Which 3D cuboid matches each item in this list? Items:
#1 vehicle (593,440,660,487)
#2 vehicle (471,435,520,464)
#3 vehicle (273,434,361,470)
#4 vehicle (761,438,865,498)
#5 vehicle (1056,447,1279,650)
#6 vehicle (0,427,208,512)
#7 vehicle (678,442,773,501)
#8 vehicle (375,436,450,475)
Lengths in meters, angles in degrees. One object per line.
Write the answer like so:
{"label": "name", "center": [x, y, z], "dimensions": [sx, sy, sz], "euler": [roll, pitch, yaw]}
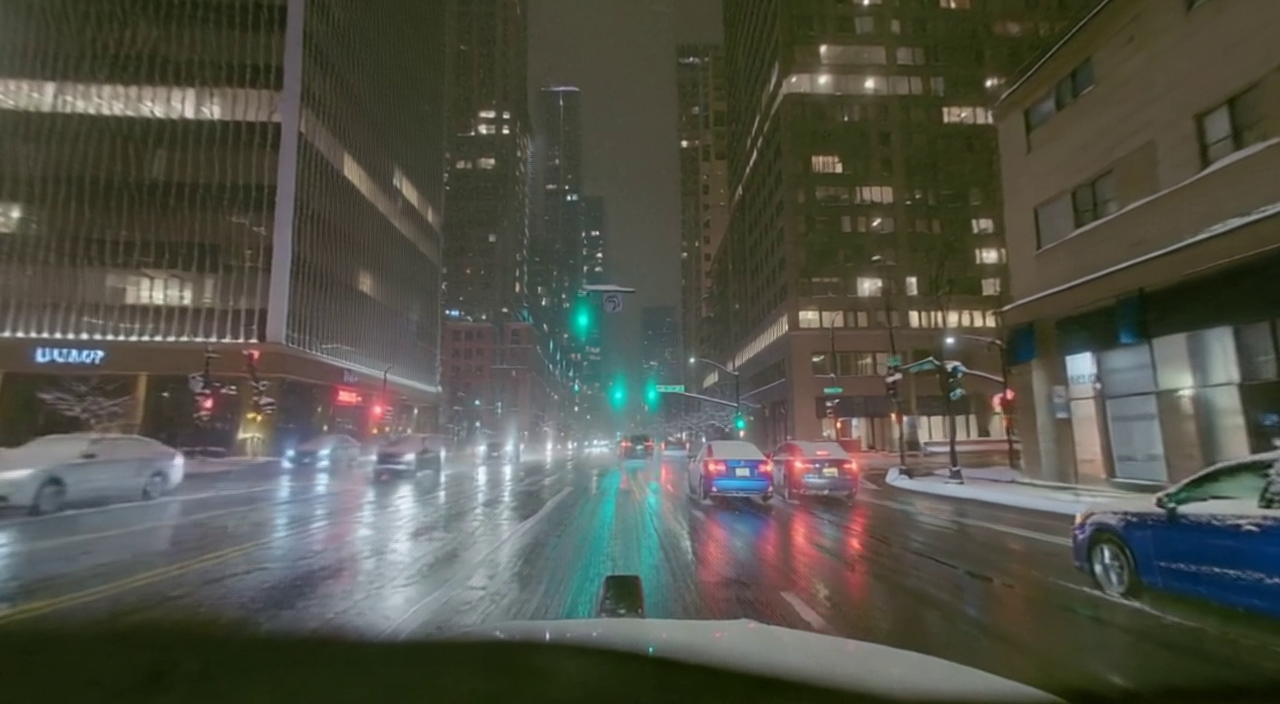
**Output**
{"label": "vehicle", "center": [-0.446, 3.822, 21.937], "dimensions": [2.096, 1.457, 4.160], "euler": [0, -9, -1]}
{"label": "vehicle", "center": [-9.795, 6.657, 43.221], "dimensions": [2.142, 1.817, 4.823], "euler": [0, -9, 0]}
{"label": "vehicle", "center": [-16.184, 5.061, 31.983], "dimensions": [2.087, 1.676, 4.567], "euler": [0, -9, -1]}
{"label": "vehicle", "center": [5.528, 3.746, 20.864], "dimensions": [2.015, 1.745, 4.444], "euler": [0, -9, -2]}
{"label": "vehicle", "center": [5.686, 1.454, 4.707], "dimensions": [1.914, 1.484, 4.639], "euler": [0, -9, -1]}
{"label": "vehicle", "center": [-12.525, 2.686, 14.828], "dimensions": [1.929, 1.693, 4.070], "euler": [0, -9, -2]}
{"label": "vehicle", "center": [2.327, 3.378, 18.369], "dimensions": [1.987, 1.484, 4.427], "euler": [0, -9, -2]}
{"label": "vehicle", "center": [-10.160, 4.660, 28.593], "dimensions": [1.879, 1.637, 4.100], "euler": [0, -9, 0]}
